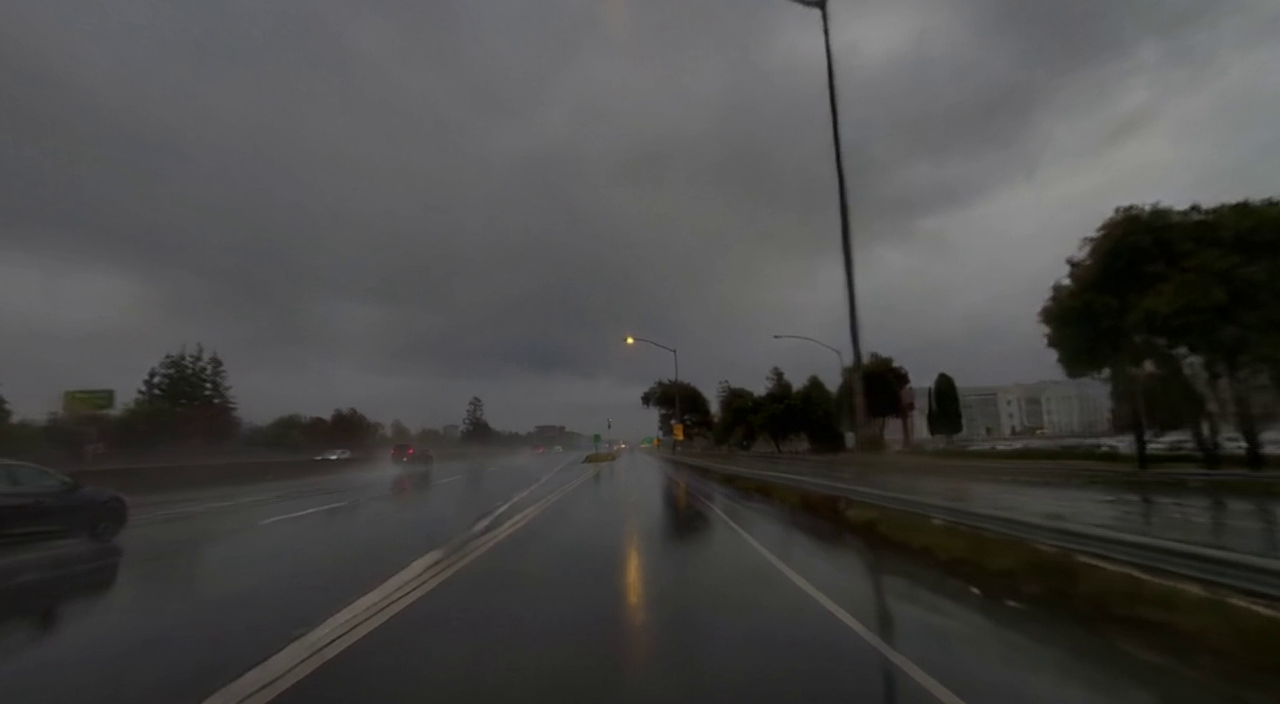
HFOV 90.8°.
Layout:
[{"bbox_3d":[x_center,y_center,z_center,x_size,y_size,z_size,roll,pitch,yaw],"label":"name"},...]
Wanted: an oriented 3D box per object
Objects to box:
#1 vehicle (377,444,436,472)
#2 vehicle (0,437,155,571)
[{"bbox_3d":[-14.775,6.709,40.330,2.126,1.671,5.173,1,-9,-4],"label":"vehicle"},{"bbox_3d":[-8.093,1.682,6.981,1.940,1.479,4.777,1,-9,-4],"label":"vehicle"}]
